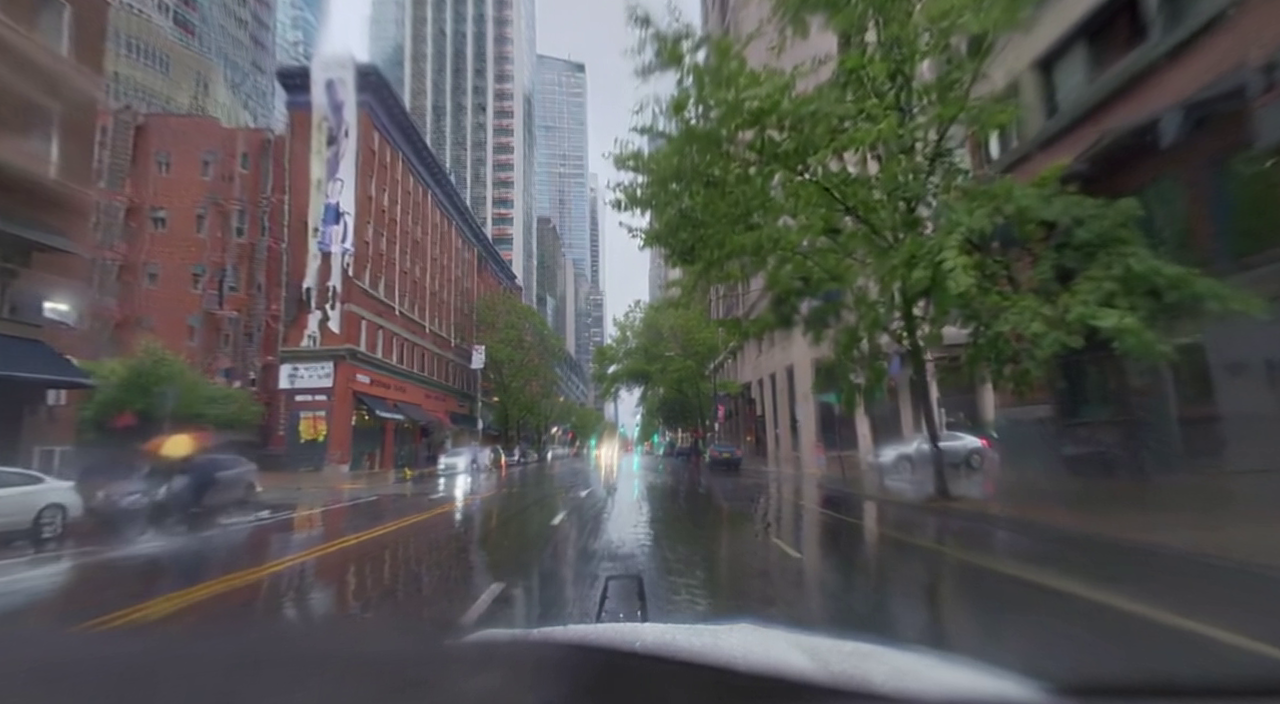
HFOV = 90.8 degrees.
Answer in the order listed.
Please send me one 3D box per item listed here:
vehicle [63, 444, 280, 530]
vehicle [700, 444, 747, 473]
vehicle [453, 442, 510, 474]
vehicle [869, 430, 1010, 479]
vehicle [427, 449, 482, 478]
[{"bbox_3d":[-10.957,3.199,15.296,1.977,1.697,4.285,-2,-10,0],"label":"vehicle"},{"bbox_3d":[4.662,6.024,35.892,1.929,1.522,4.543,0,-9,-1],"label":"vehicle"},{"bbox_3d":[-11.135,7.530,44.994,2.574,1.922,6.292,-4,-9,-2],"label":"vehicle"},{"bbox_3d":[11.469,3.946,24.437,4.380,1.608,1.942,-2,-9,-1],"label":"vehicle"},{"bbox_3d":[-11.316,6.807,38.859,1.992,1.629,4.773,0,-9,-1],"label":"vehicle"}]
